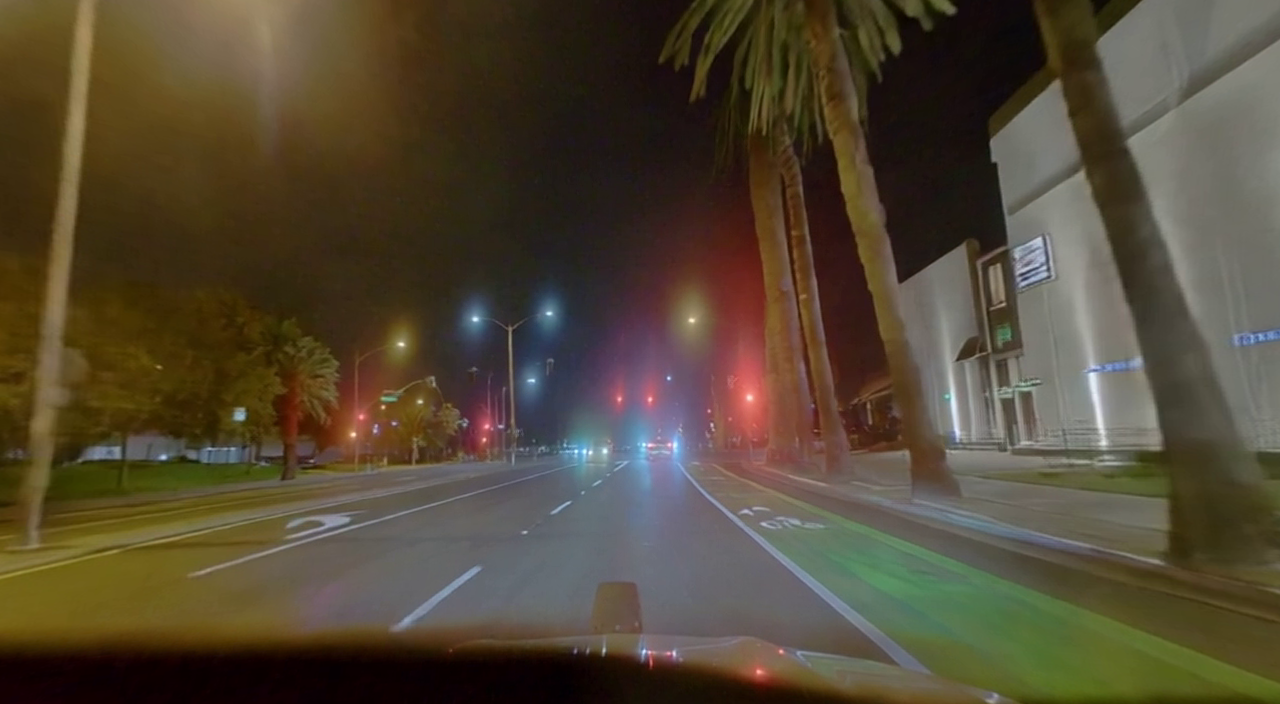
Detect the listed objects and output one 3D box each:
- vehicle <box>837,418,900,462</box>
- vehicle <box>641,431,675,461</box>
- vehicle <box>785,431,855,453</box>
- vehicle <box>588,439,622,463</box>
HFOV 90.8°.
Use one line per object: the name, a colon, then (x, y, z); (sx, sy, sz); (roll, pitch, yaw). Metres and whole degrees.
vehicle: (12.311, 4.800, 34.446); (1.996, 2.172, 5.298); (-1, -8, 6)
vehicle: (1.217, 6.434, 43.378); (2.206, 1.922, 4.262); (0, -8, 1)
vehicle: (13.737, 6.897, 48.395); (4.685, 1.554, 2.019); (-1, -8, 2)
vehicle: (-2.313, 6.682, 42.718); (1.969, 1.481, 3.868); (-1, -8, 2)
